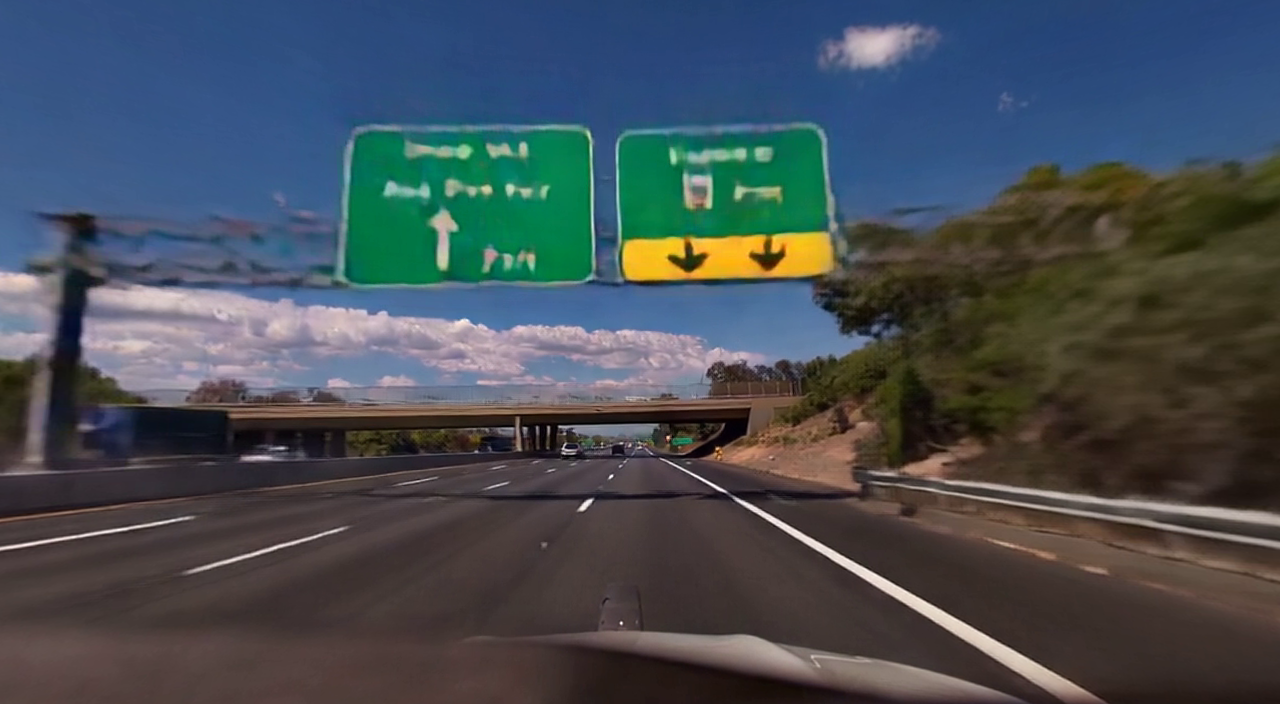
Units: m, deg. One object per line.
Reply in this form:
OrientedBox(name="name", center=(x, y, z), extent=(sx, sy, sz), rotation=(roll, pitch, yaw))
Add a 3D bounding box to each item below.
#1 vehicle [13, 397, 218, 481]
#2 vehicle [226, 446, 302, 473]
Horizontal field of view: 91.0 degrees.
OrientedBox(name="vehicle", center=(-27.888, 4.805, 34.442), extent=(3.137, 3.947, 9.233), rotation=(0, -9, 0))
OrientedBox(name="vehicle", center=(-23.601, 6.746, 39.744), extent=(1.990, 1.559, 4.445), rotation=(0, -9, 1))
